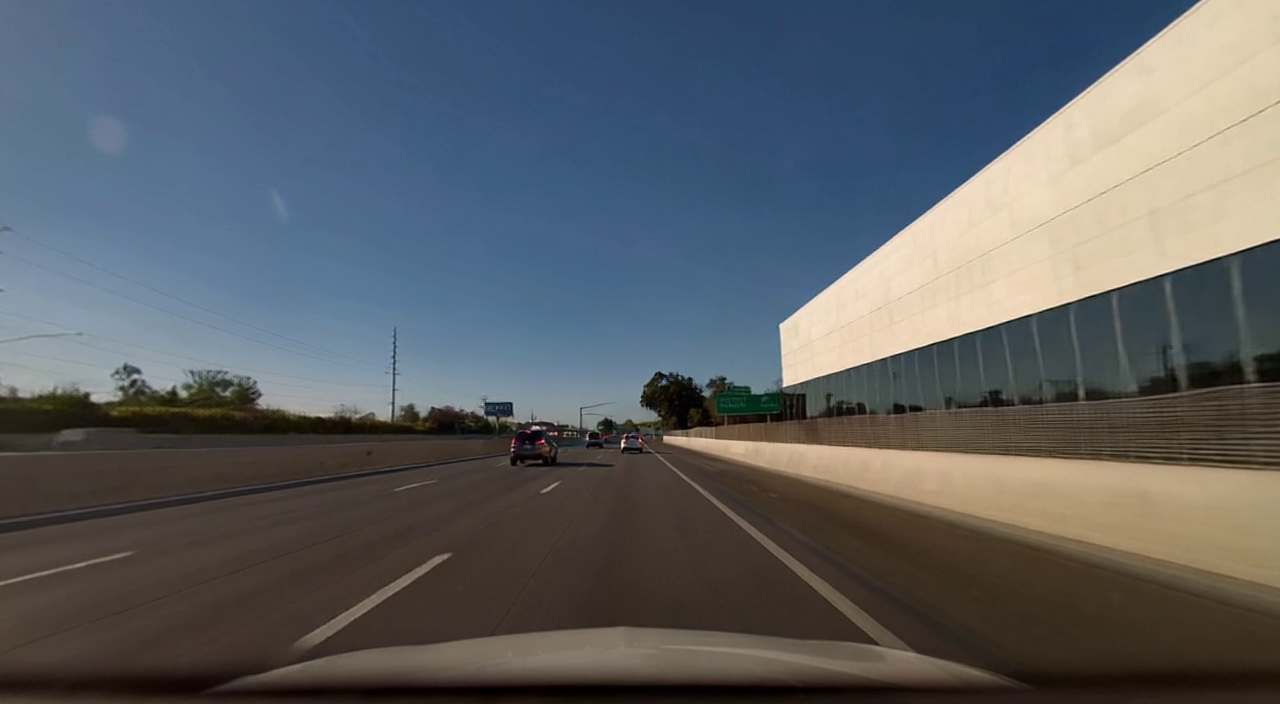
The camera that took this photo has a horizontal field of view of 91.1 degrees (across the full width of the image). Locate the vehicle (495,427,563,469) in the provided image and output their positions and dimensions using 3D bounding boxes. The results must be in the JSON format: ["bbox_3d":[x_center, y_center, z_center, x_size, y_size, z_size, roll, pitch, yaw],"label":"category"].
[{"bbox_3d":[-4.550,4.006,26.478,2.036,1.612,4.510,0,-8,0],"label":"vehicle"}]

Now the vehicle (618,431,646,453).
[{"bbox_3d":[-0.606,6.914,48.362,2.036,1.637,4.009,0,-8,-1],"label":"vehicle"}]
